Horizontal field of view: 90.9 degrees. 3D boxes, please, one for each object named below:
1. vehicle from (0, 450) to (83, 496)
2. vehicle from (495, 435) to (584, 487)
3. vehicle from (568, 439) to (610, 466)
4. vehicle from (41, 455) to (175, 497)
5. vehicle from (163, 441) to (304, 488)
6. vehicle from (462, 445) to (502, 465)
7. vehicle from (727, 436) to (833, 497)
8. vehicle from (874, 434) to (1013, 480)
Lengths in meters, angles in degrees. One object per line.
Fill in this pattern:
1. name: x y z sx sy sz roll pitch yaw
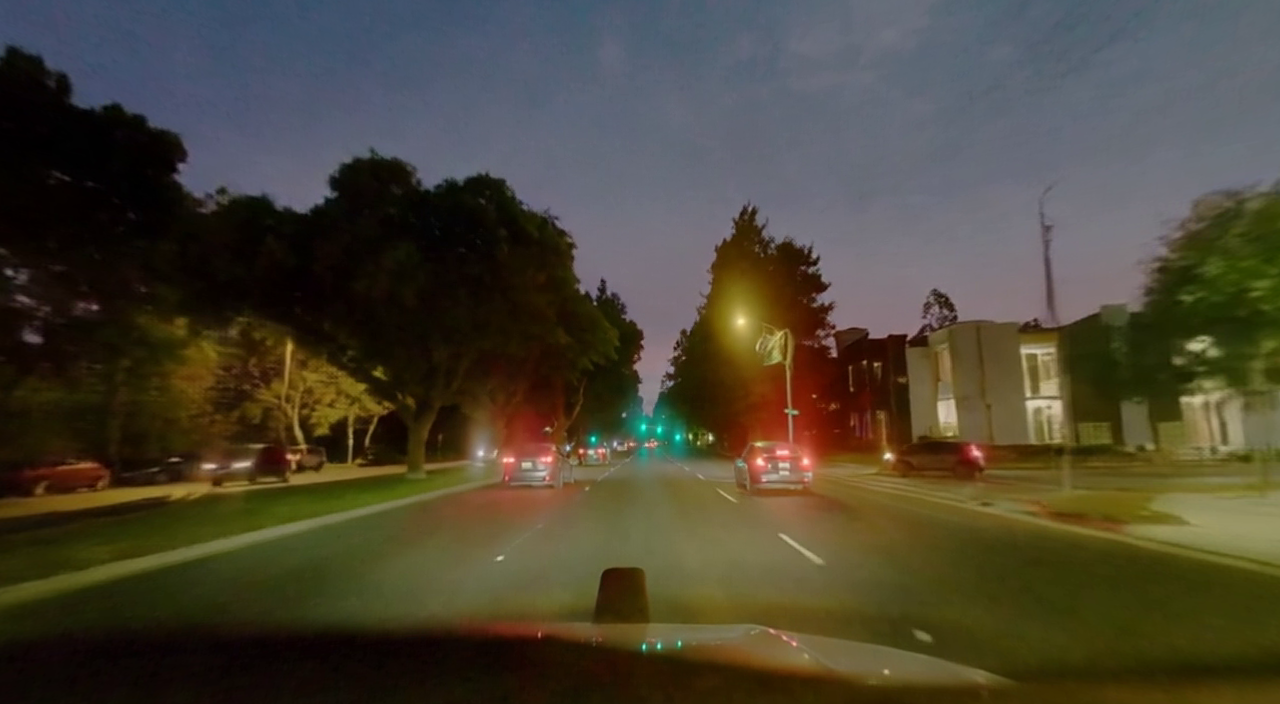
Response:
1. vehicle: -26.977 5.160 27.101 1.920 1.770 4.453 0 -8 0
2. vehicle: -3.122 3.503 20.601 2.053 1.480 4.381 0 -8 2
3. vehicle: -2.996 6.015 37.931 1.988 1.497 4.404 0 -8 3
4. vehicle: -22.367 5.198 26.800 1.889 1.520 4.524 1 -8 -3
5. vehicle: -18.400 5.091 29.051 2.345 1.906 6.020 0 -8 1
6. vehicle: -12.222 7.944 48.896 1.871 1.478 4.489 0 -8 1
7. vehicle: 3.842 3.207 18.133 2.010 1.486 4.498 0 -8 0
8. vehicle: 12.354 4.291 26.013 4.717 1.733 1.994 -1 -8 10
